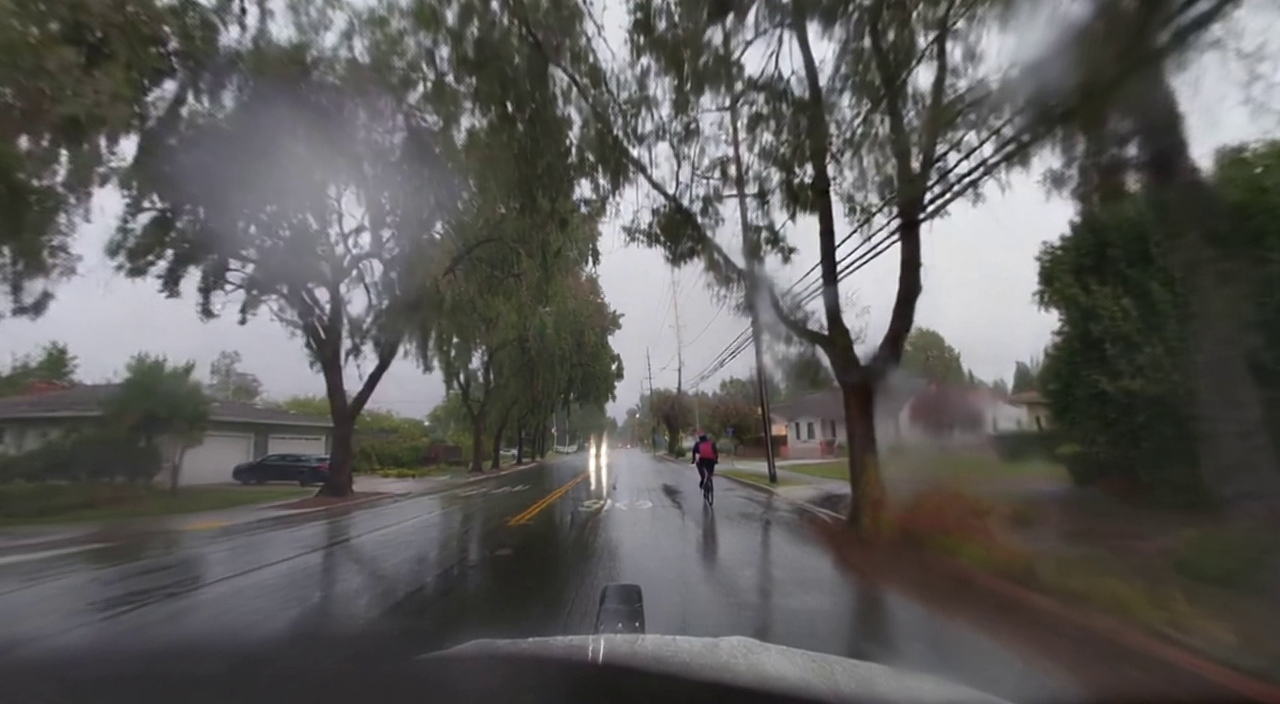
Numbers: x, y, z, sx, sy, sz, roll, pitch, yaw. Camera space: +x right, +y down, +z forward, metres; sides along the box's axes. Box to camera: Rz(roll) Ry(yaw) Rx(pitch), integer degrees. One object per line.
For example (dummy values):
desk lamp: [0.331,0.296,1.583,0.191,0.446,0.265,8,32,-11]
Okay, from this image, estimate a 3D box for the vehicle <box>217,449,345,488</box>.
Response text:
vehicle: [-14.629,4.753,25.904,4.143,1.480,1.755,0,-8,-2]
